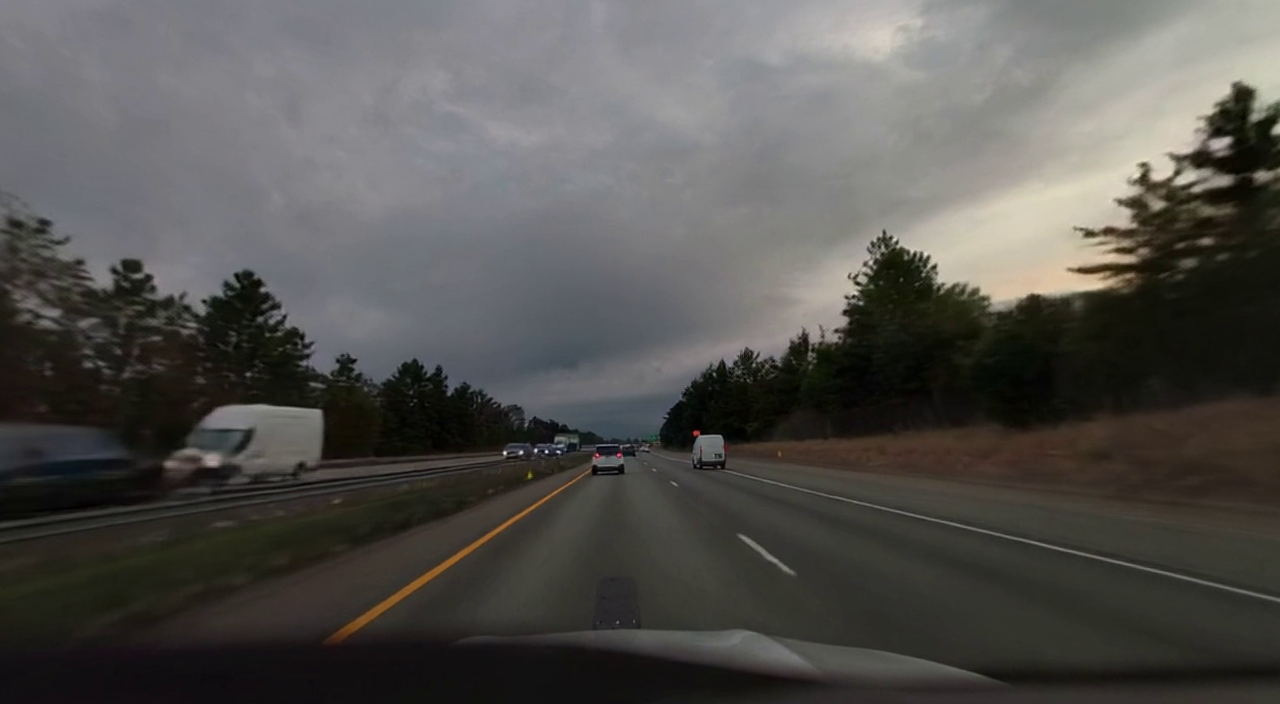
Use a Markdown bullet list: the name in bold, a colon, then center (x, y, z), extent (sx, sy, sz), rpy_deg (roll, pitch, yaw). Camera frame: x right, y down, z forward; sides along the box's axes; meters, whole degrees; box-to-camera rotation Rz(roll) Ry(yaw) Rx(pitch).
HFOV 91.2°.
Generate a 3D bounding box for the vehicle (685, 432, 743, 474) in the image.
- **vehicle**: center (3.612, 5.074, 31.529), extent (2.179, 1.930, 4.538), rpy_deg (0, -9, -2)

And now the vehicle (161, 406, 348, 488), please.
- **vehicle**: center (-14.162, 3.627, 23.907), extent (2.732, 2.600, 7.051), rpy_deg (0, -9, -1)

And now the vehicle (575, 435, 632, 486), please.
- **vehicle**: center (-1.319, 4.085, 23.851), extent (1.963, 1.711, 4.284), rpy_deg (0, -9, -1)

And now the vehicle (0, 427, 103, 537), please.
- **vehicle**: center (-9.976, 1.722, 8.106), extent (1.932, 1.530, 4.684), rpy_deg (0, -9, -1)
